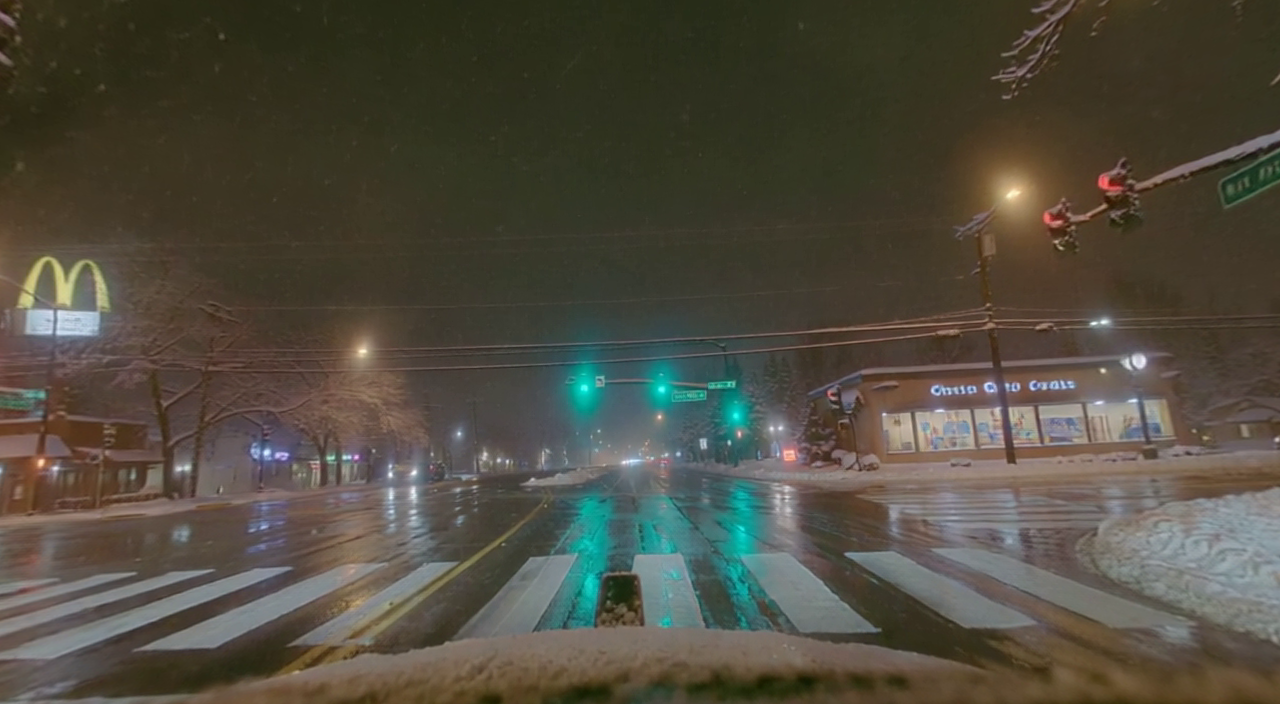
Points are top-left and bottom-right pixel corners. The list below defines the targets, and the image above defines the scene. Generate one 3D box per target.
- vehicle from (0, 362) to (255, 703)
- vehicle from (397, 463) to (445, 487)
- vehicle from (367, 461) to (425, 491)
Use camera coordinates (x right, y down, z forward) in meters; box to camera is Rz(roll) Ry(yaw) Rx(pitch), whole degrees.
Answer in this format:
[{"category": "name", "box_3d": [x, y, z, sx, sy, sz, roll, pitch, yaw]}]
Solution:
[{"category": "vehicle", "box_3d": [-3.412, 0.731, 1.404, 2.081, 1.644, 4.523, 0, -9, 2]}, {"category": "vehicle", "box_3d": [-15.734, 8.832, 45.417, 1.931, 1.471, 4.152, 0, -9, 0]}, {"category": "vehicle", "box_3d": [-19.200, 9.755, 49.815, 2.227, 2.033, 5.614, 0, -9, 1]}]
